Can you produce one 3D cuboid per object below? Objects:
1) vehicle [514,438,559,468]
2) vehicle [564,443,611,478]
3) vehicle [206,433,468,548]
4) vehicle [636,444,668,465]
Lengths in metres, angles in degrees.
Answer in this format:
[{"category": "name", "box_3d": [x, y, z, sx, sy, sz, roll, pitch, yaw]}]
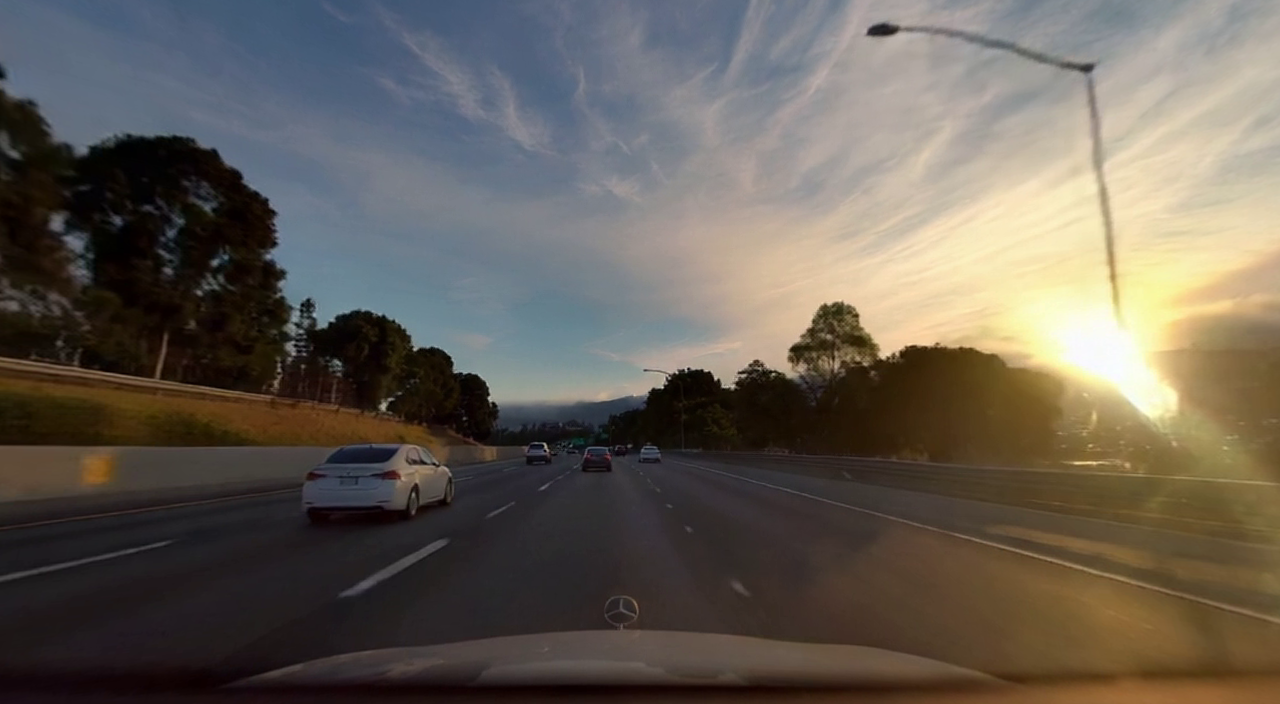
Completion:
[{"category": "vehicle", "box_3d": [-6.450, 6.382, 39.898, 2.244, 1.755, 4.417, 1, -9, -2]}, {"category": "vehicle", "box_3d": [-2.293, 4.868, 28.518, 1.947, 1.437, 4.345, 1, -9, -3]}, {"category": "vehicle", "box_3d": [-4.662, 2.195, 10.830, 2.049, 1.482, 4.981, 0, -9, -1]}, {"category": "vehicle", "box_3d": [0.842, 7.516, 46.614, 2.021, 1.447, 3.985, 1, -9, -4]}]
